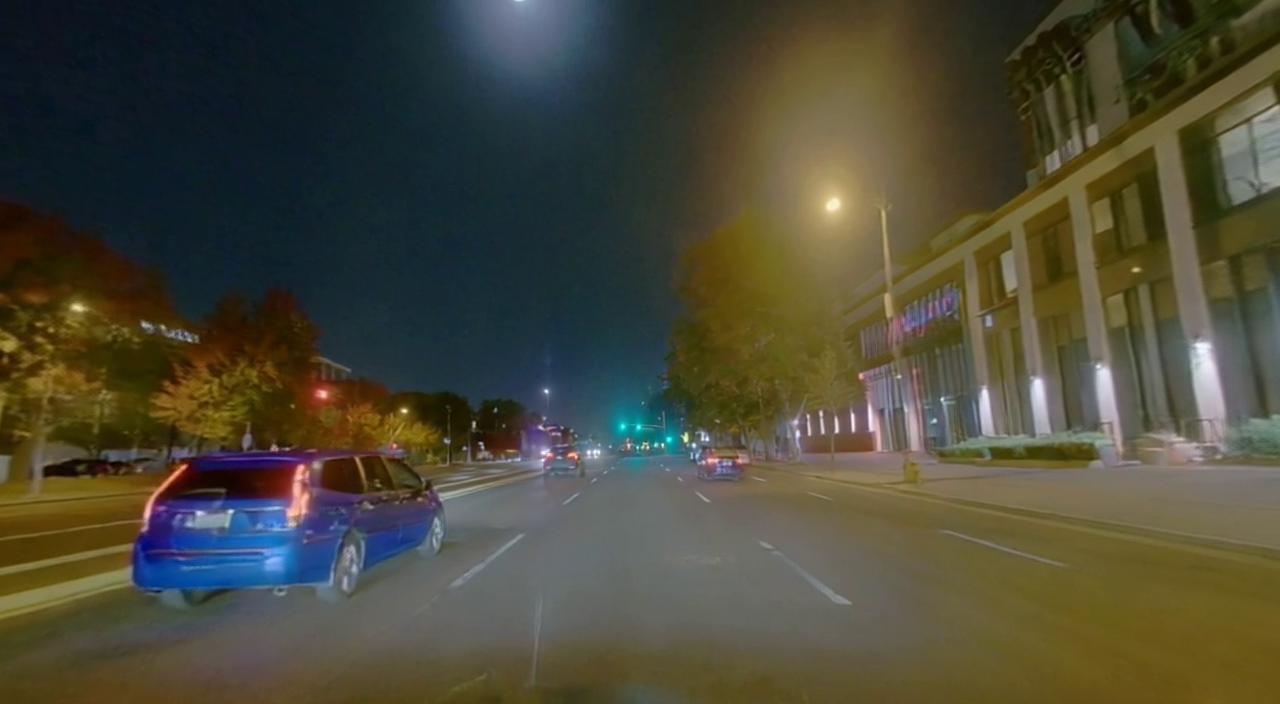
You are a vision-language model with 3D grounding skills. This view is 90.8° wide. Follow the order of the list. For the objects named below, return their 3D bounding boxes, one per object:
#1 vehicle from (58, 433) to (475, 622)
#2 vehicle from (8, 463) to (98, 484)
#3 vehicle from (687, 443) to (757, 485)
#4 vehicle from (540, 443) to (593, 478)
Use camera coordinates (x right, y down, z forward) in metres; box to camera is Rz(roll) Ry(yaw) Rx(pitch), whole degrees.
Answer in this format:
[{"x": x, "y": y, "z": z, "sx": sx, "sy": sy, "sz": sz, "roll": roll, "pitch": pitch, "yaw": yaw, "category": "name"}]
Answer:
[{"x": -3.528, "y": 1.721, "z": 7.231, "sx": 2.060, "sy": 1.466, "sz": 4.387, "roll": 0, "pitch": -9, "yaw": 0, "category": "vehicle"}, {"x": -43.344, "y": 8.979, "z": 46.711, "sx": 4.623, "sy": 1.474, "sz": 1.905, "roll": 0, "pitch": -9, "yaw": -2, "category": "vehicle"}, {"x": 3.079, "y": 4.317, "z": 24.688, "sx": 1.961, "sy": 1.482, "sz": 4.538, "roll": 0, "pitch": -9, "yaw": -2, "category": "vehicle"}, {"x": -3.773, "y": 5.659, "z": 33.346, "sx": 2.145, "sy": 1.694, "sz": 4.642, "roll": 0, "pitch": -9, "yaw": 1, "category": "vehicle"}]
